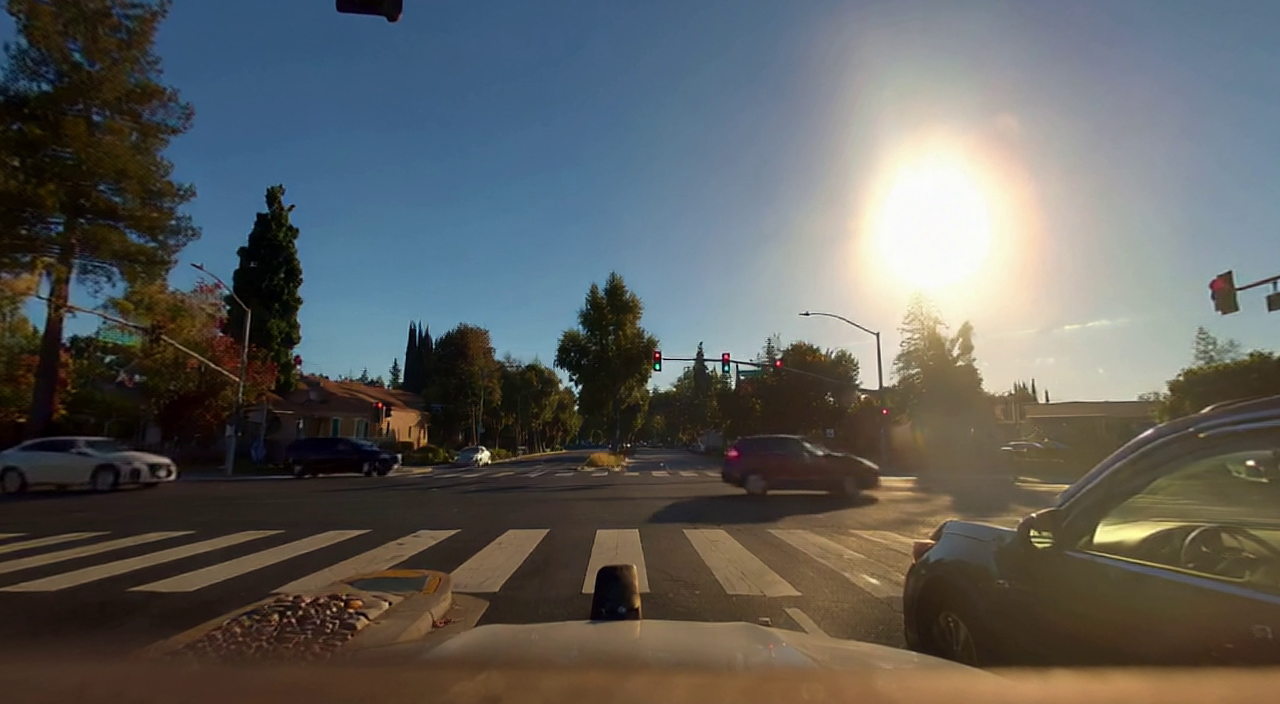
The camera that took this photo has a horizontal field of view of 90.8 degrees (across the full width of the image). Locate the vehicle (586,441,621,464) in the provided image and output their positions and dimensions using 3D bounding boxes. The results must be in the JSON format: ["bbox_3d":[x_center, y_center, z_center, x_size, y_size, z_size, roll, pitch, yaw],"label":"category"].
[{"bbox_3d":[-2.402,6.710,42.266,2.046,1.491,4.118,0,-9,0],"label":"vehicle"}]

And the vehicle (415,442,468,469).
[{"bbox_3d":[-13.930,7.262,44.693,2.065,1.775,4.667,0,-9,3],"label":"vehicle"}]

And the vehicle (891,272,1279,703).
[{"bbox_3d":[2.719,0.711,1.721,2.085,1.800,4.908,0,-9,1],"label":"vehicle"}]

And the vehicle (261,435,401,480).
[{"bbox_3d":[-11.855,4.086,24.618,4.532,1.633,2.130,2,-9,-16],"label":"vehicle"}]

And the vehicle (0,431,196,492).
[{"bbox_3d":[-17.212,3.347,19.512,5.403,1.759,2.040,0,-8,0],"label":"vehicle"}]

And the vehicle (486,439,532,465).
[{"bbox_3d":[-8.932,6.866,43.643,2.028,1.654,5.027,0,-9,1],"label":"vehicle"}]

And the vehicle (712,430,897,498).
[{"bbox_3d":[4.232,2.952,16.846,4.332,1.682,2.025,0,-9,-2],"label":"vehicle"}]
